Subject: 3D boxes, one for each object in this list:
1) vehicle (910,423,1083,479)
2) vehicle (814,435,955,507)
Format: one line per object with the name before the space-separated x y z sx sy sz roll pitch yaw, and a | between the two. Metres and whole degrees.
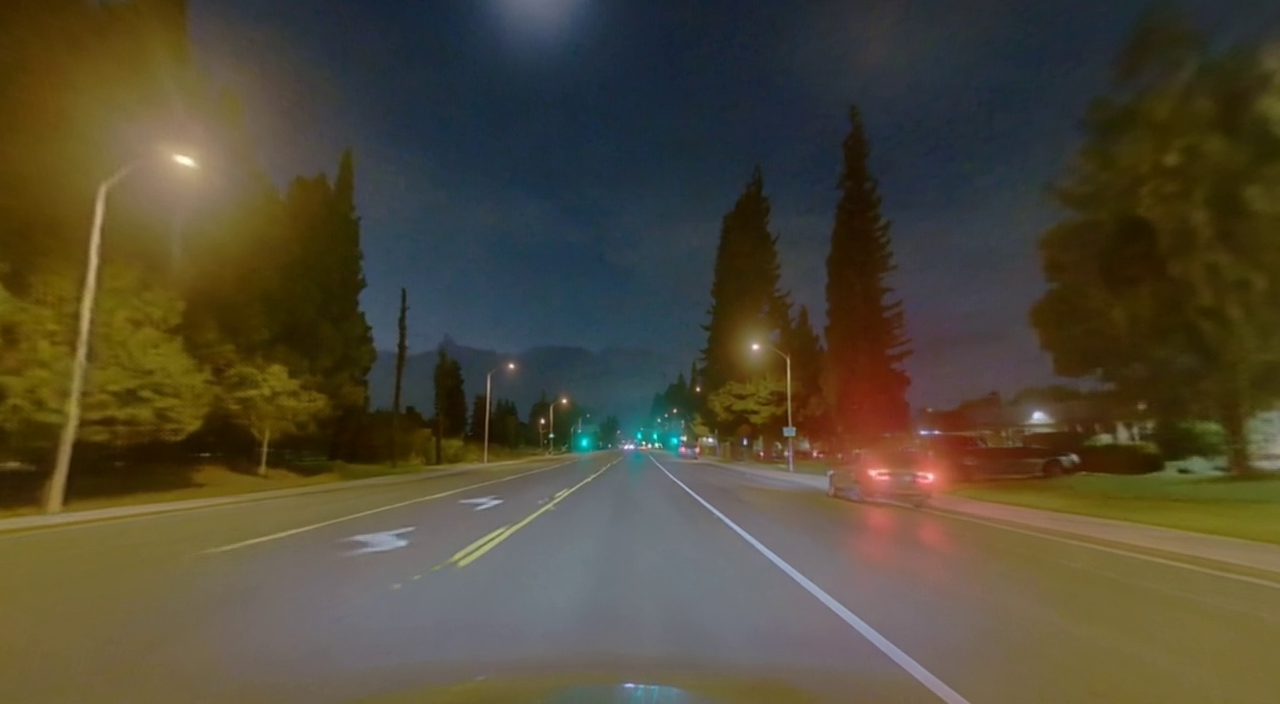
vehicle | 12.955 3.645 23.260 5.037 1.925 2.021 -1 -9 4
vehicle | 6.735 3.310 18.087 2.043 1.747 4.680 0 -9 -1
